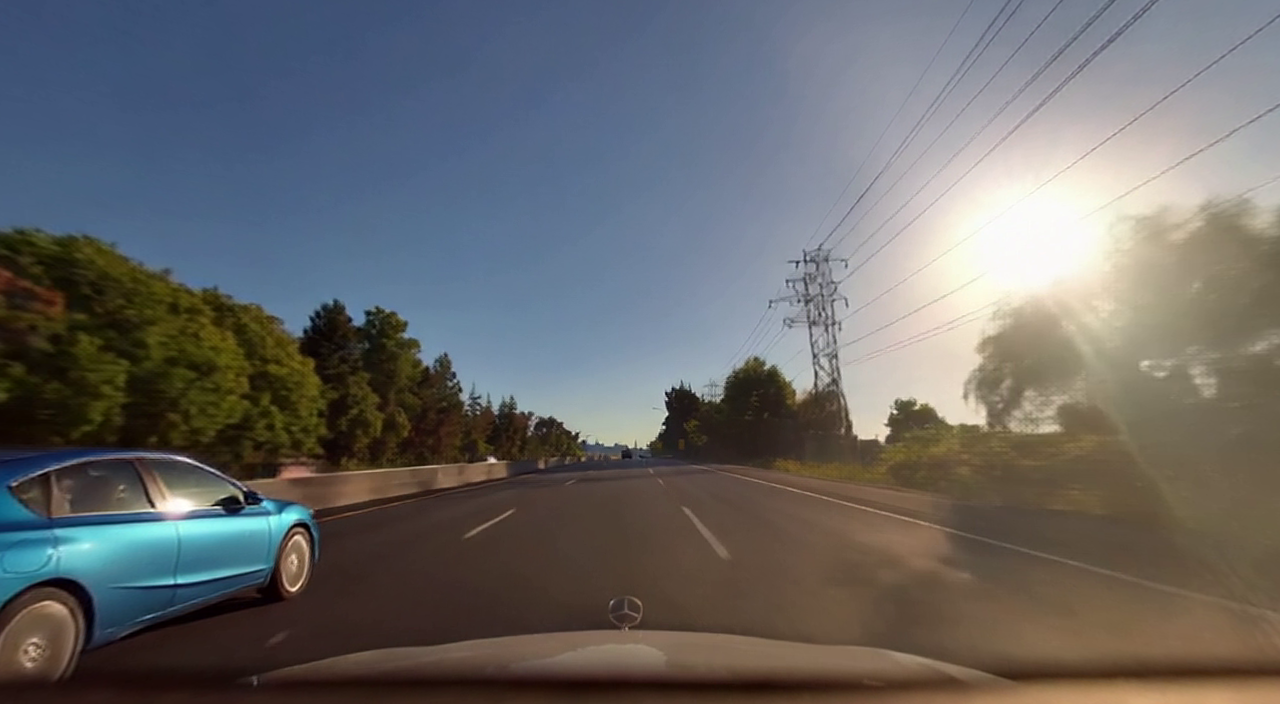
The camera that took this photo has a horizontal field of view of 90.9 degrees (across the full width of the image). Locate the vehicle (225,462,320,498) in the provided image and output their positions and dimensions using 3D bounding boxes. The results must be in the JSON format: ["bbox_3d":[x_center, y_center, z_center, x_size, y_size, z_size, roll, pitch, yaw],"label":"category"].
[{"bbox_3d":[-17.428,6.060,30.211,1.832,1.481,4.670,0,-9,-2],"label":"vehicle"}]
